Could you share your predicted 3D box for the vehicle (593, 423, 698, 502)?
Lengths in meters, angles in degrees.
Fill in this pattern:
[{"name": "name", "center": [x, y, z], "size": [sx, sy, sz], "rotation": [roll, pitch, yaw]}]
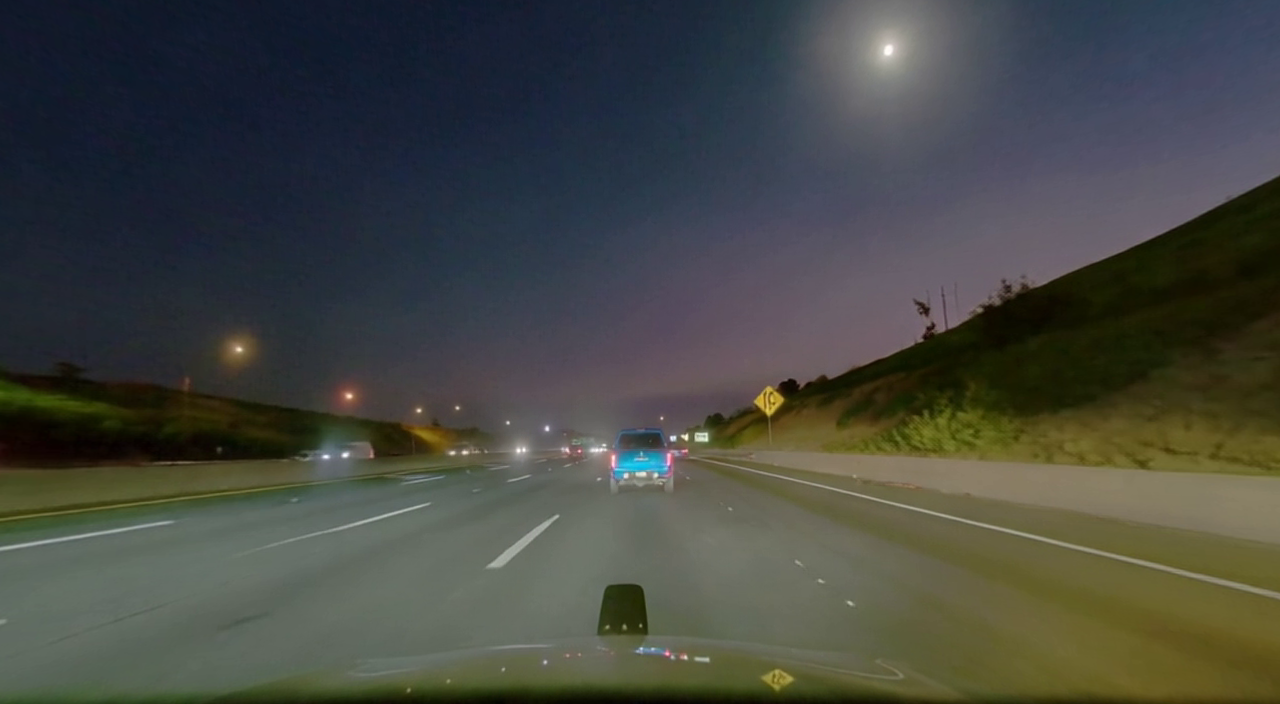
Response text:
[{"name": "vehicle", "center": [0.134, 2.900, 16.856], "size": [2.447, 1.804, 4.273], "rotation": [0, -9, 0]}]
